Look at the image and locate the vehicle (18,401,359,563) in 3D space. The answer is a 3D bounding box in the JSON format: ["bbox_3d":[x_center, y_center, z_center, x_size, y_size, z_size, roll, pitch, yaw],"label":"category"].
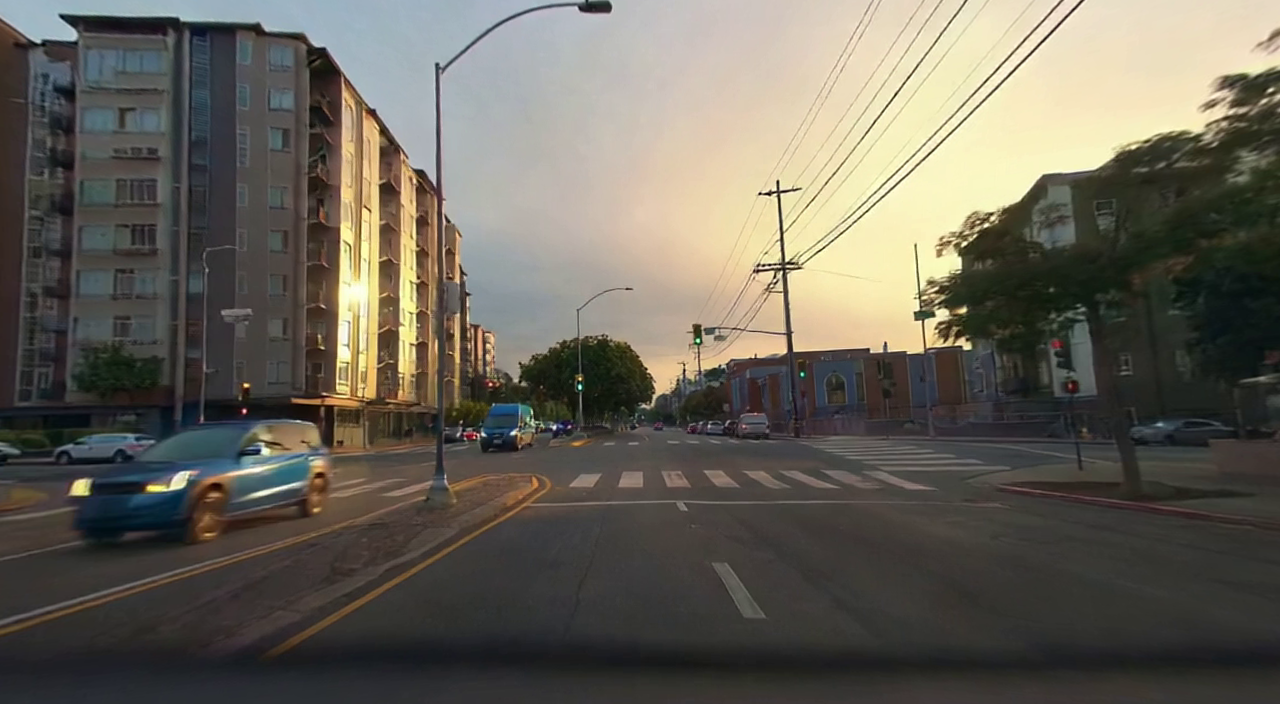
[{"bbox_3d":[-6.671,1.942,10.274,2.158,1.871,4.742,-3,-8,-1],"label":"vehicle"}]

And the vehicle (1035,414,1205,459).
[{"bbox_3d":[16.333,2.881,21.673,4.210,1.449,1.974,0,-6,0],"label":"vehicle"}]

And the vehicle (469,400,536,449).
[{"bbox_3d":[-7.396,3.941,34.727,2.515,2.476,5.364,0,-6,0],"label":"vehicle"}]

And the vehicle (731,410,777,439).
[{"bbox_3d":[7.181,4.662,40.371,1.996,1.704,4.490,0,-8,-2],"label":"vehicle"}]

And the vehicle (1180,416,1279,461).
[{"bbox_3d":[21.957,3.045,22.016,4.432,1.480,1.818,0,-8,4],"label":"vehicle"}]
